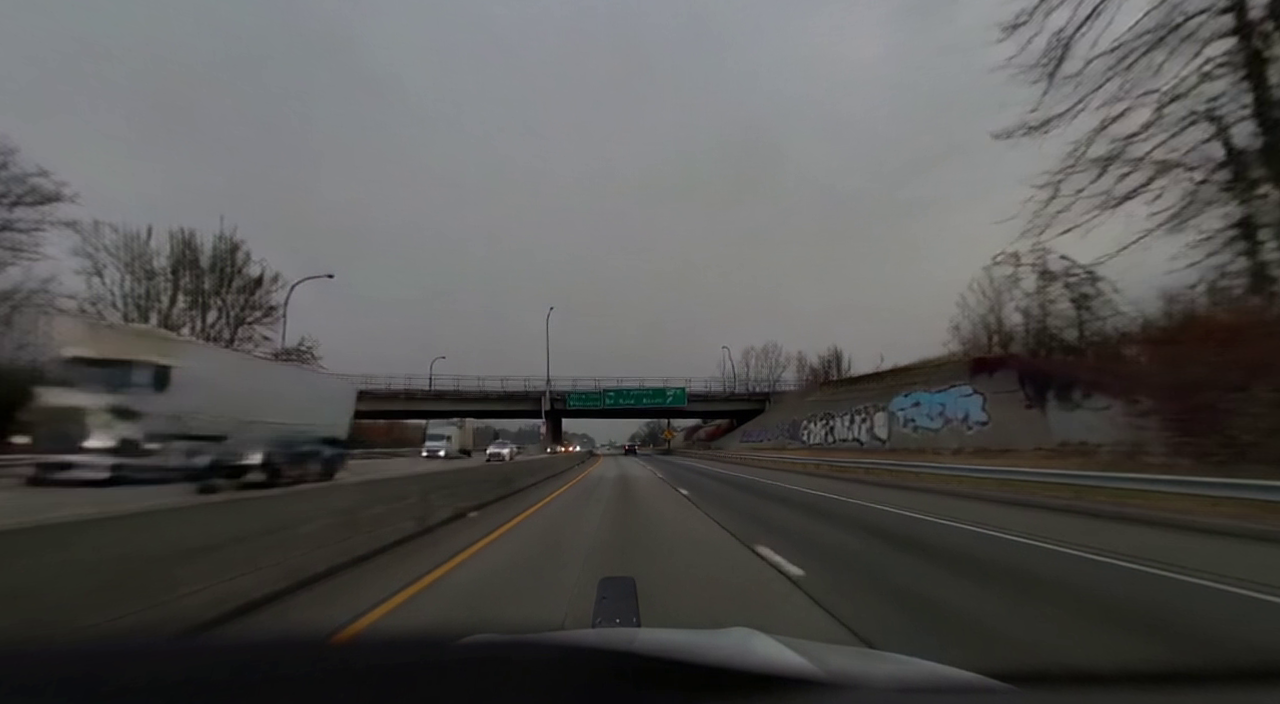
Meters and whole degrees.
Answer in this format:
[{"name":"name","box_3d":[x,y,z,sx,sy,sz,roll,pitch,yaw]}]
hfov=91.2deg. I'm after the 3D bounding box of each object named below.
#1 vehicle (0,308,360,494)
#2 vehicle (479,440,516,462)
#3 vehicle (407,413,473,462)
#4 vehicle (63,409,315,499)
[{"name":"vehicle","box_3d":[-13.728,2.115,20.688,2.885,4.088,13.949,0,-9,-2]},{"name":"vehicle","box_3d":[-10.316,7.223,45.607,1.857,1.490,4.145,0,-9,-2]},{"name":"vehicle","box_3d":[-15.180,6.658,48.205,2.751,3.441,7.312,0,-9,-2]},{"name":"vehicle","box_3d":[-9.346,2.196,13.657,2.046,1.609,4.642,0,-9,-1]}]
